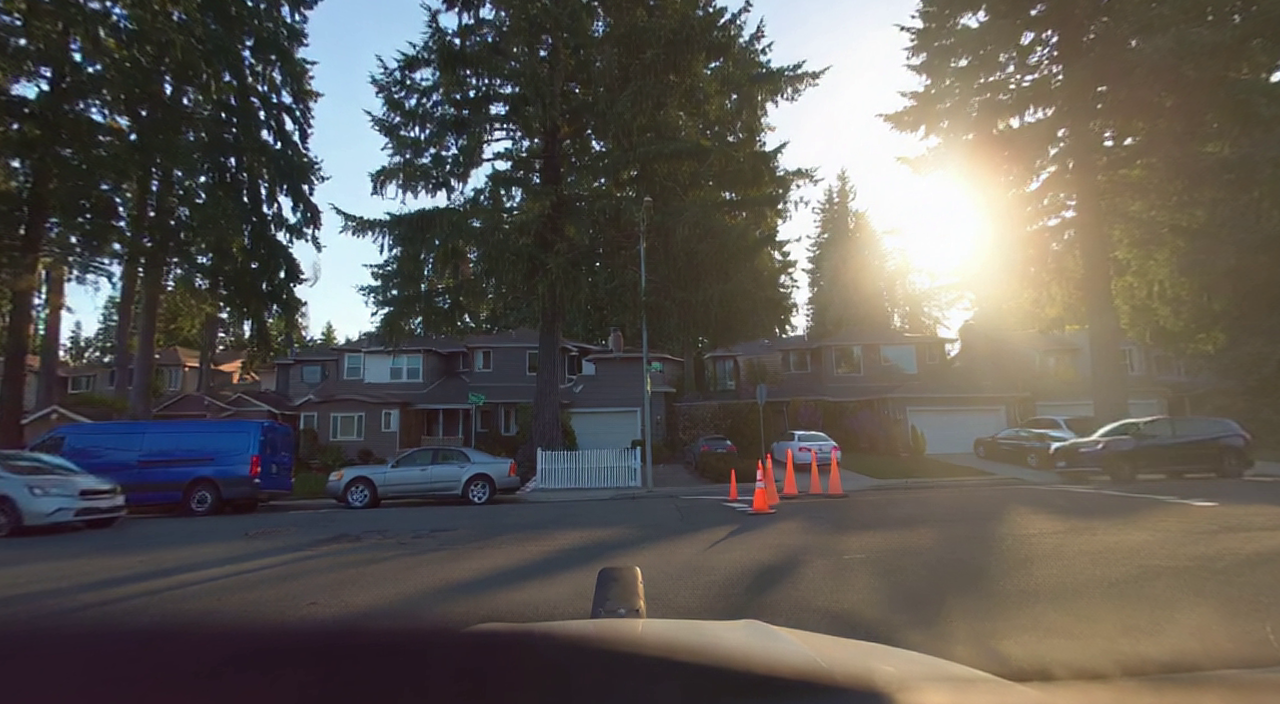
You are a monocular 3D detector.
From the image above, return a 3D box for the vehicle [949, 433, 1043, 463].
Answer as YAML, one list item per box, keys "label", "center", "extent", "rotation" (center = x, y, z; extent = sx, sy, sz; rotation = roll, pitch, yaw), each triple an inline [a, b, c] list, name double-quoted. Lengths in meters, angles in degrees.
- label: "vehicle"
  center: [23.388, 6.295, 41.629]
  extent: [4.984, 1.912, 2.132]
  rotation: [1, -8, -5]

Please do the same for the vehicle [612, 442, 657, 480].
- label: "vehicle"
  center: [-0.300, 4.762, 27.930]
  extent: [1.648, 1.430, 3.654]
  rotation: [4, -9, -4]

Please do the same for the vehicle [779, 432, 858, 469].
- label: "vehicle"
  center: [8.067, 4.495, 28.963]
  extent: [1.893, 1.529, 4.422]
  rotation: [1, -9, -7]

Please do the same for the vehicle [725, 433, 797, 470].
- label: "vehicle"
  center: [5.344, 4.467, 28.498]
  extent: [2.007, 1.555, 4.204]
  rotation: [1, -9, -7]

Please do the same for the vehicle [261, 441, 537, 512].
- label: "vehicle"
  center: [-6.368, 3.413, 17.784]
  extent: [6.643, 1.777, 2.925]
  rotation: [1, -8, -6]

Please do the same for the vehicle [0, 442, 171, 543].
- label: "vehicle"
  center: [-11.332, 2.350, 10.938]
  extent: [4.684, 1.556, 2.087]
  rotation: [0, -8, -1]

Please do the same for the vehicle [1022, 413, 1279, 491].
- label: "vehicle"
  center: [13.078, 2.575, 16.369]
  extent: [5.047, 1.851, 2.103]
  rotation: [1, -9, -5]

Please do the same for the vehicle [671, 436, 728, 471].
- label: "vehicle"
  center: [2.589, 4.538, 28.357]
  extent: [1.745, 1.461, 4.074]
  rotation: [1, -9, -6]
